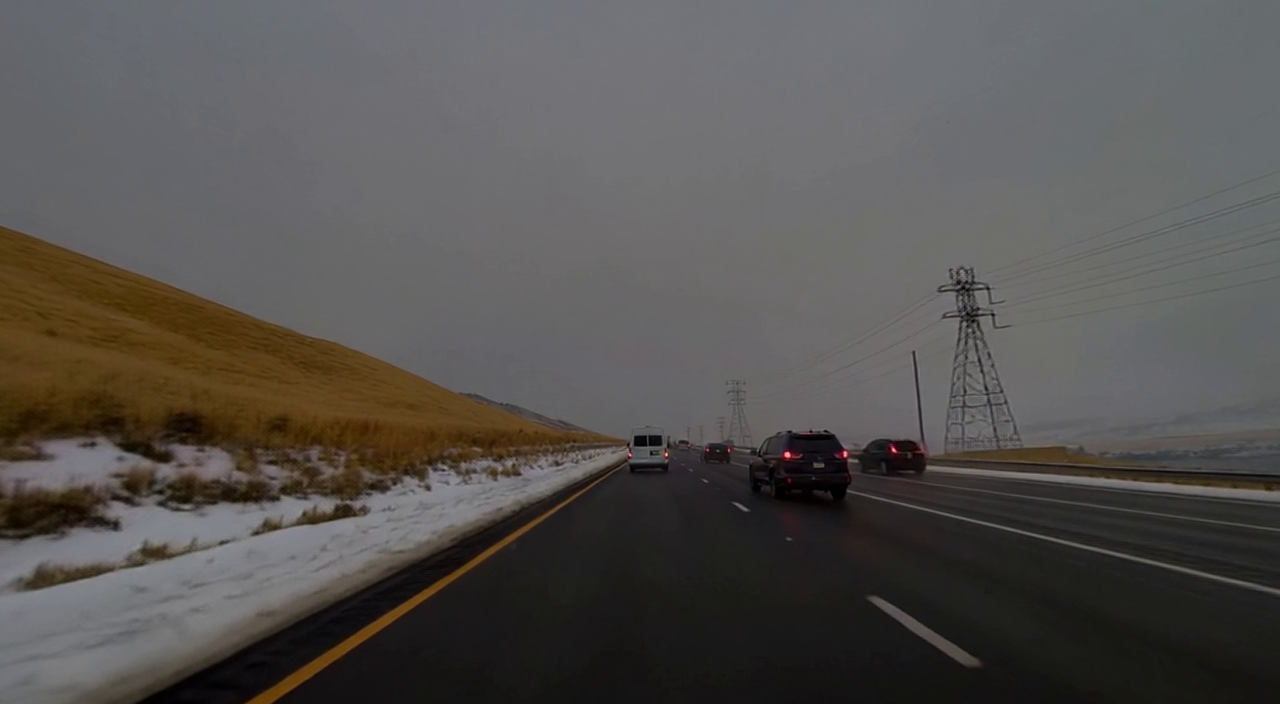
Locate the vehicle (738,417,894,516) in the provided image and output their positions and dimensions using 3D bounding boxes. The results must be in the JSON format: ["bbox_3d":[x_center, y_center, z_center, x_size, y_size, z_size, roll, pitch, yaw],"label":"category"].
[{"bbox_3d":[3.629,2.457,14.033,2.139,1.821,4.480,0,-8,0],"label":"vehicle"}]

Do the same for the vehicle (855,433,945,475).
[{"bbox_3d":[11.321,4.473,27.890,2.087,1.681,4.589,0,-8,1],"label":"vehicle"}]

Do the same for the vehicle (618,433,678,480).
[{"bbox_3d":[0.335,4.292,26.184,2.268,1.772,4.523,0,-8,1],"label":"vehicle"}]

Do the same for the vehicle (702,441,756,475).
[{"bbox_3d":[4.106,4.959,29.793,1.938,1.466,4.356,0,-8,0],"label":"vehicle"}]
